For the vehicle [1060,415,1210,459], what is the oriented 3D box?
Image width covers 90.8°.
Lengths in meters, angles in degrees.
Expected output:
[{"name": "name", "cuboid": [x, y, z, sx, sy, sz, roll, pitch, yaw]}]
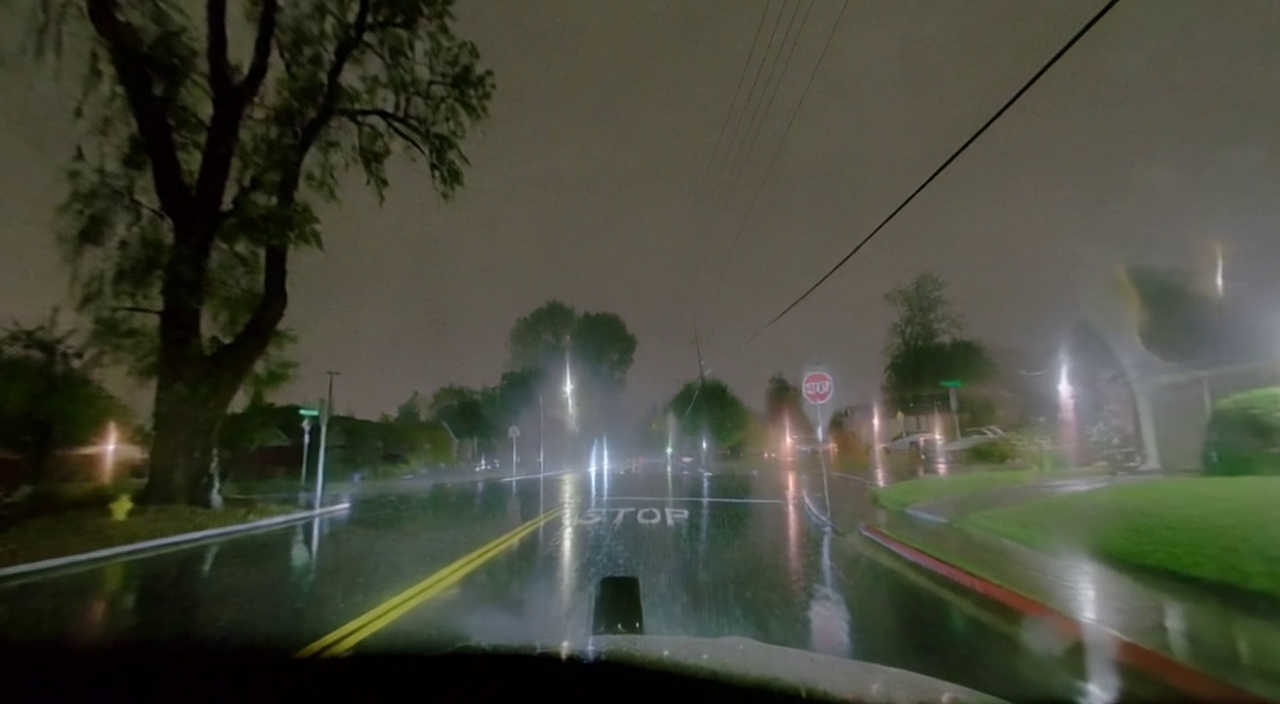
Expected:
[{"name": "vehicle", "cuboid": [17.951, 3.075, 22.910, 4.682, 1.483, 1.917, 2, -9, -19]}]

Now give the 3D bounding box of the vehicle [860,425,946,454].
[{"name": "vehicle", "cuboid": [15.643, 5.274, 37.851, 1.960, 1.584, 4.669, 3, -9, -22]}]

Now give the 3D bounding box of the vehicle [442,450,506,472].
[{"name": "vehicle", "cuboid": [-11.458, 7.557, 43.837, 3.937, 1.390, 1.644, 1, -7, 2]}]

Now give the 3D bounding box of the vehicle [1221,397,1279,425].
[{"name": "vehicle", "cuboid": [37.407, 3.583, 37.853, 4.028, 1.469, 1.884, 3, -10, -19]}]

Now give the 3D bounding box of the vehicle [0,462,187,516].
[{"name": "vehicle", "cuboid": [-16.998, 4.190, 19.592, 4.320, 1.443, 1.867, 1, -8, -8]}]

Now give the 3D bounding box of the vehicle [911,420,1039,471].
[{"name": "vehicle", "cuboid": [15.590, 4.376, 29.515, 4.788, 1.875, 2.148, 1, -19, -15]}]
